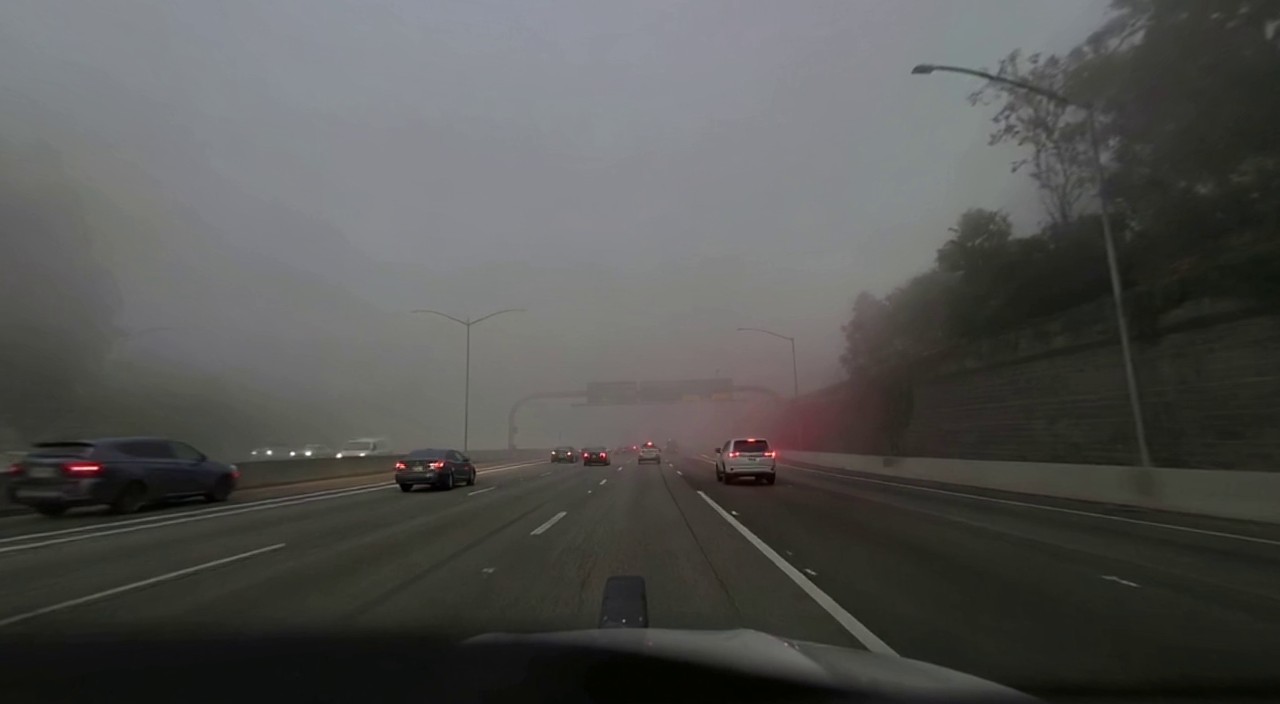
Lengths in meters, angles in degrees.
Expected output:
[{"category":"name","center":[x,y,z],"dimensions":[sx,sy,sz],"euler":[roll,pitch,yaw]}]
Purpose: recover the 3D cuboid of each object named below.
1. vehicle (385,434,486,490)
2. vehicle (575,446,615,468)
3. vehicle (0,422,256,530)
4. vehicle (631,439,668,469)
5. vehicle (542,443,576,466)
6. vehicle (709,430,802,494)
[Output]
[{"category":"vehicle","center":[-6.691,3.632,21.149],"dimensions":[1.946,1.688,4.019],"euler":[0,-8,1]},{"category":"vehicle","center":[-2.952,7.012,42.290],"dimensions":[2.205,1.406,4.286],"euler":[0,-8,2]},{"category":"vehicle","center":[-11.130,2.537,13.604],"dimensions":[2.292,1.848,5.285],"euler":[0,-8,0]},{"category":"vehicle","center":[0.580,6.197,38.508],"dimensions":[2.133,1.739,3.925],"euler":[0,-8,1]},{"category":"vehicle","center":[-6.084,7.721,47.766],"dimensions":[1.992,1.604,3.966],"euler":[0,-8,1]},{"category":"vehicle","center":[3.590,3.505,20.547],"dimensions":[2.083,1.823,4.627],"euler":[0,-8,-1]}]
